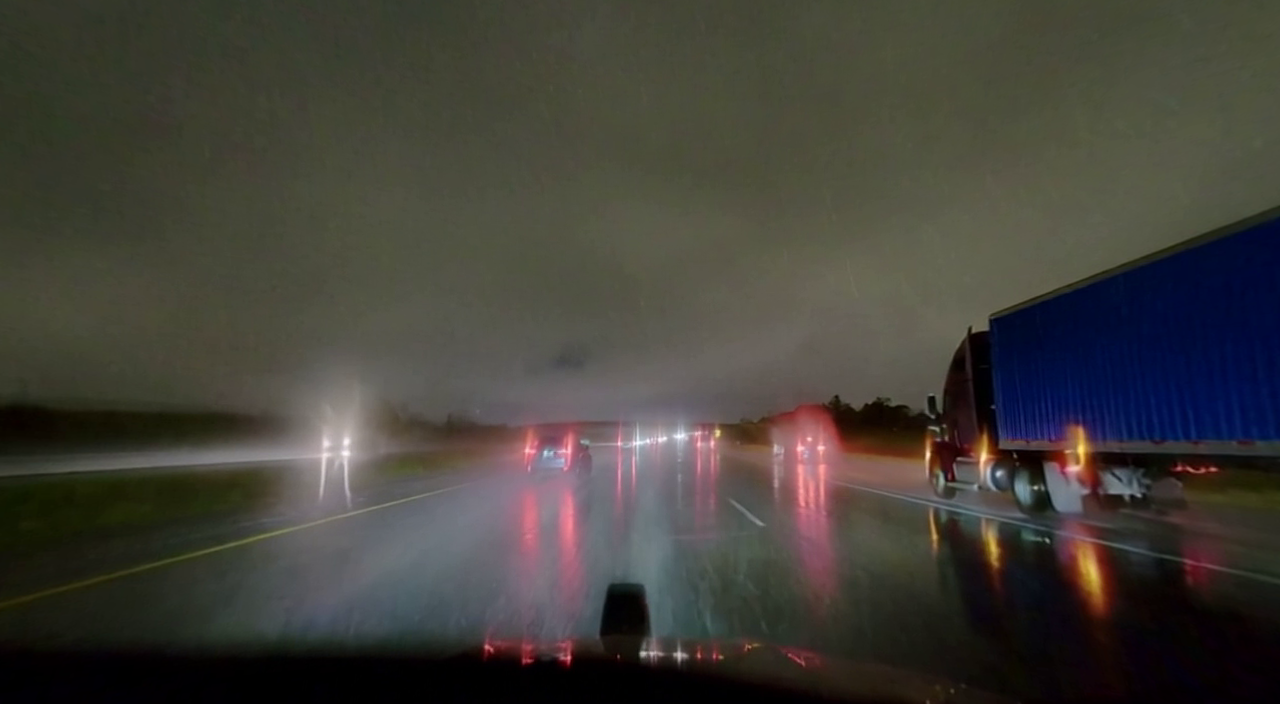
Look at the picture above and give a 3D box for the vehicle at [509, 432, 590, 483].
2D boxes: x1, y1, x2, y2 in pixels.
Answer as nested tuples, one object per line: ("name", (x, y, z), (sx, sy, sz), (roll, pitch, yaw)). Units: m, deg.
("vehicle", (-3.062, 3.687, 22.412), (2.053, 1.587, 4.855), (0, -8, 2))
